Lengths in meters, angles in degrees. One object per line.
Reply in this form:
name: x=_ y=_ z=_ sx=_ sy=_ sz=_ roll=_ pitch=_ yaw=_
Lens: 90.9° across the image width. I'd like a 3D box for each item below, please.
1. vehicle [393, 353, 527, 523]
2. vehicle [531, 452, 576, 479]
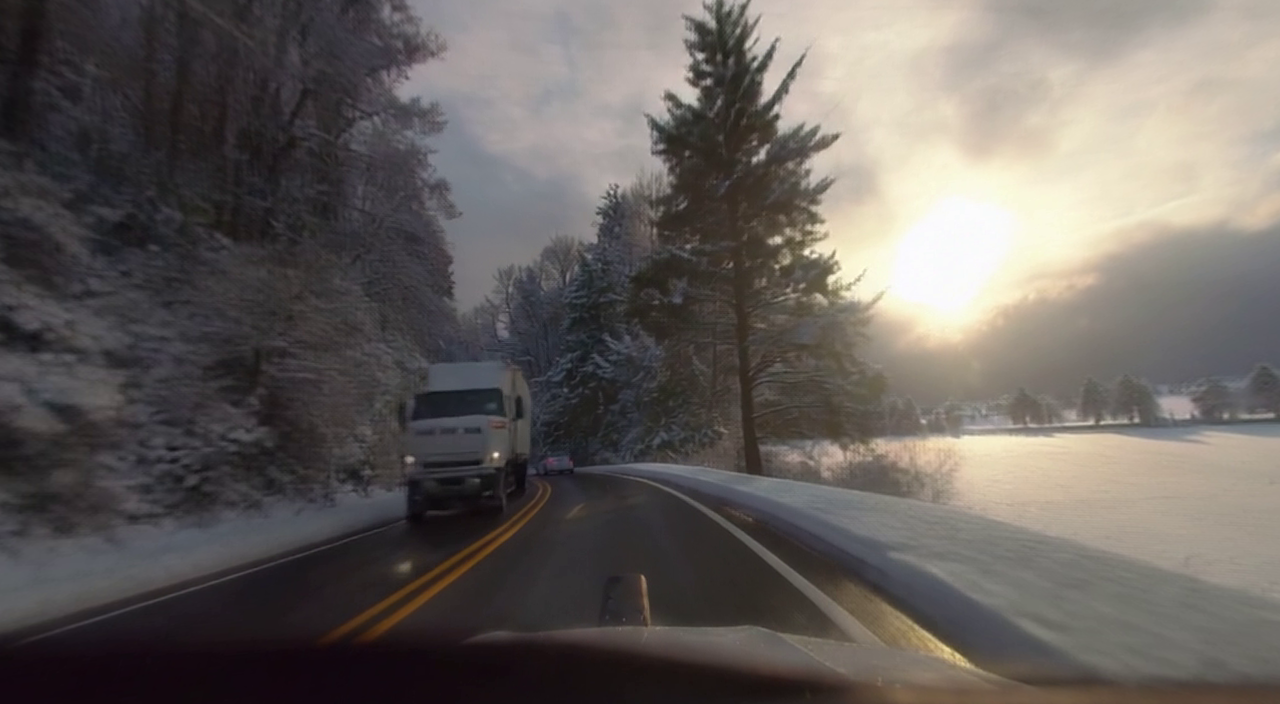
vehicle: x=-5.623 y=3.015 z=21.972 sx=2.999 sy=4.301 sz=11.457 roll=1 pitch=-9 yaw=-9
vehicle: x=-5.369 y=6.916 z=38.717 sx=2.120 sy=1.491 sz=4.349 roll=2 pitch=-9 yaw=-16
